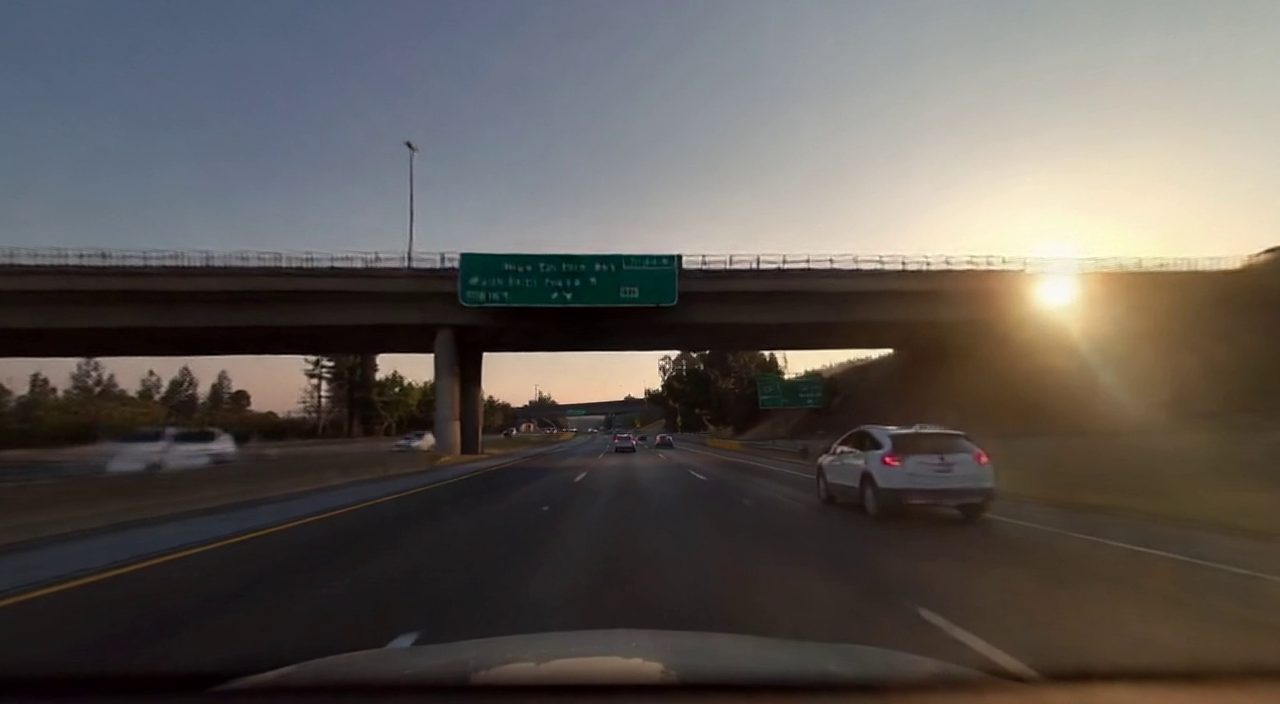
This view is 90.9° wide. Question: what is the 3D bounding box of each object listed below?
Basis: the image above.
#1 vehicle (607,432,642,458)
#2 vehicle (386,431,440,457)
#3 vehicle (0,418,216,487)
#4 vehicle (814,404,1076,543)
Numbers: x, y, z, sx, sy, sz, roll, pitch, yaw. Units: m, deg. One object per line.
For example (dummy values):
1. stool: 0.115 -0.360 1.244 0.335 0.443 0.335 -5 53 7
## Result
1. vehicle: -0.943 5.506 37.491 1.987 1.440 3.565 0 -8 -1
2. vehicle: -13.427 5.479 37.529 1.832 1.446 3.950 0 -8 -1
3. vehicle: -13.376 2.525 16.176 2.017 1.493 4.377 0 -8 -1
4. vehicle: 4.092 1.673 9.302 1.892 1.600 3.782 0 -8 -1
